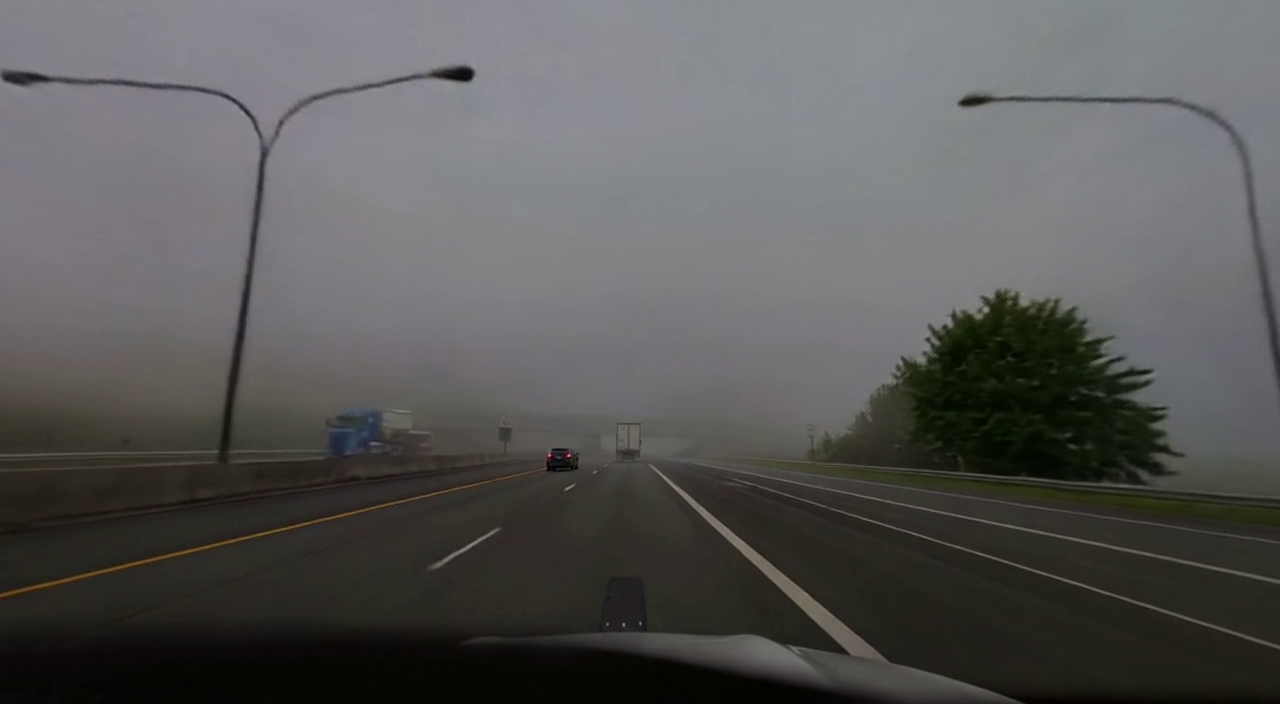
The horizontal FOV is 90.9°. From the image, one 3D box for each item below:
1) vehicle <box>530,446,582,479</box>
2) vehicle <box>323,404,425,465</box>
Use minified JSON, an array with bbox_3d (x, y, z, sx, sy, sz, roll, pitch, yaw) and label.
[{"bbox_3d":[-4.134,5.511,31.719,2.042,1.526,4.516,0,-9,0],"label":"vehicle"},{"bbox_3d":[-16.965,5.434,40.956,2.946,3.523,8.294,0,-9,0],"label":"vehicle"}]
